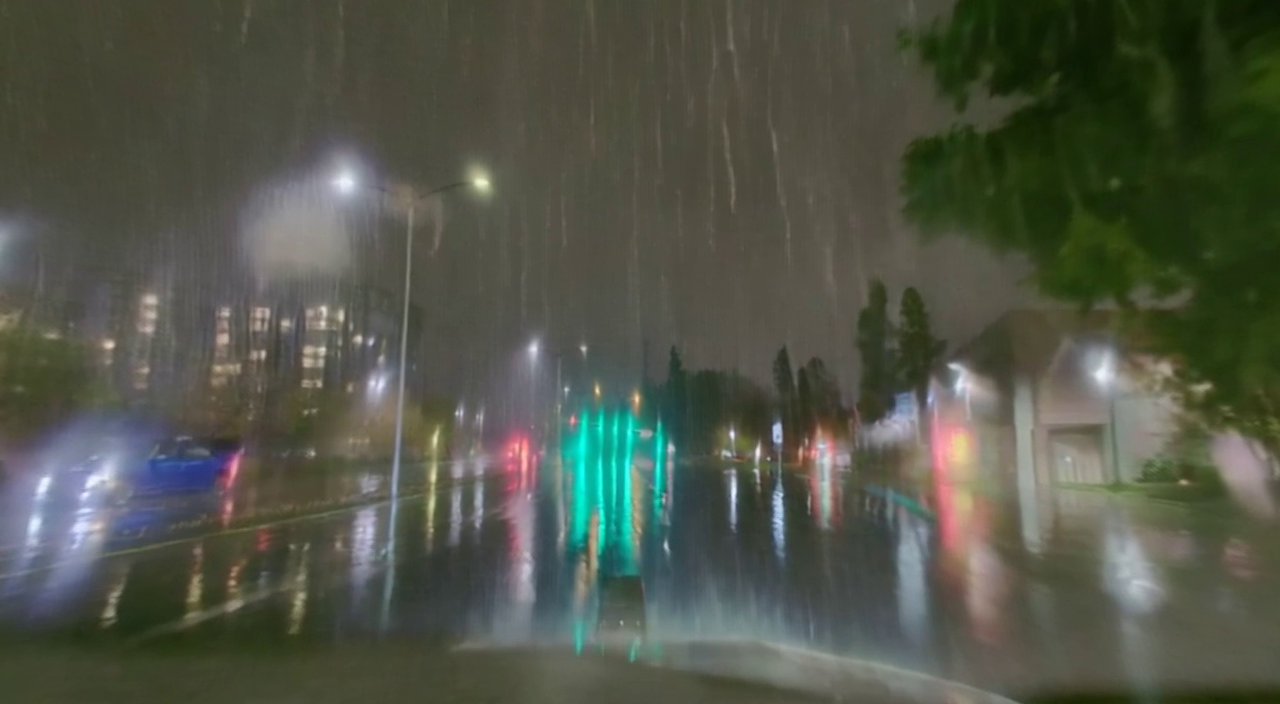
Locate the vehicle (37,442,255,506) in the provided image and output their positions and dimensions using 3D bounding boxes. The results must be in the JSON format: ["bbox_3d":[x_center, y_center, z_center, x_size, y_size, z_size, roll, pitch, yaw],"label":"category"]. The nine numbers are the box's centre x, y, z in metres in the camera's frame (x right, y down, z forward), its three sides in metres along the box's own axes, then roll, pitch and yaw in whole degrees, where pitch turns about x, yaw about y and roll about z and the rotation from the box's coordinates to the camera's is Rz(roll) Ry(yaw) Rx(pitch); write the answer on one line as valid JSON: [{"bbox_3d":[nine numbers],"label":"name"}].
[{"bbox_3d":[-13.481,3.335,17.773,2.152,1.521,4.767,-1,-9,2],"label":"vehicle"}]
